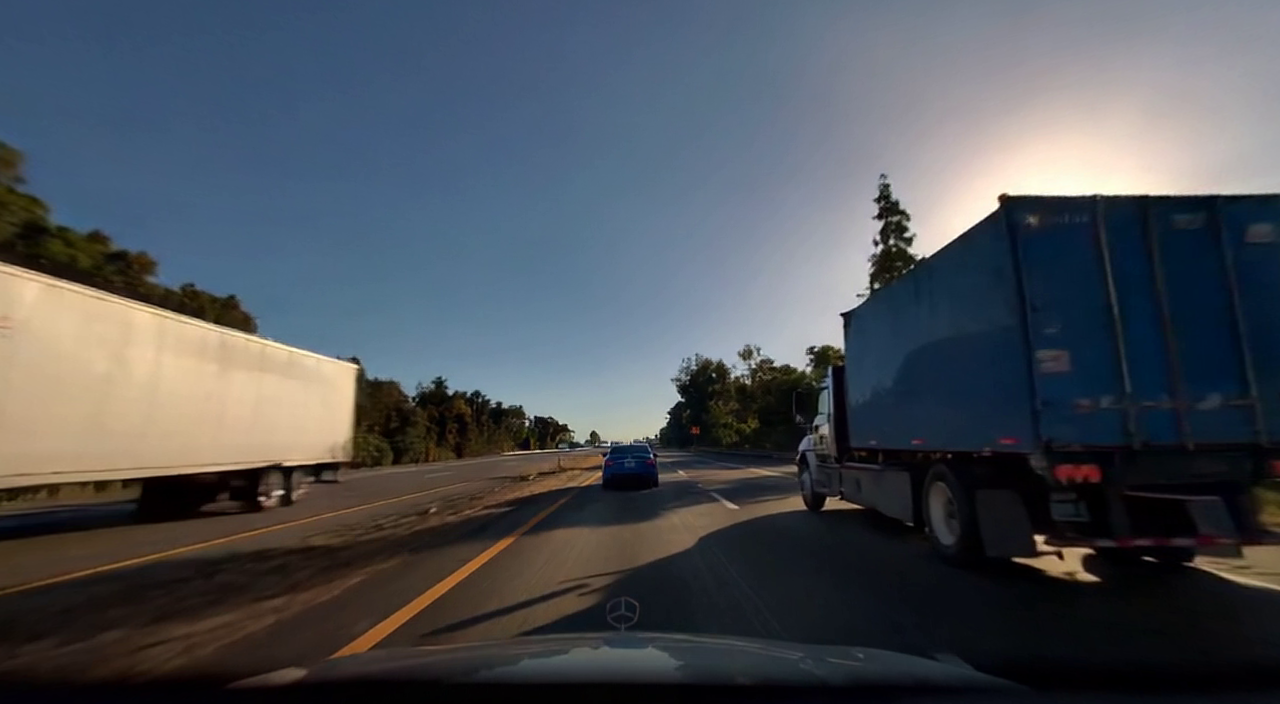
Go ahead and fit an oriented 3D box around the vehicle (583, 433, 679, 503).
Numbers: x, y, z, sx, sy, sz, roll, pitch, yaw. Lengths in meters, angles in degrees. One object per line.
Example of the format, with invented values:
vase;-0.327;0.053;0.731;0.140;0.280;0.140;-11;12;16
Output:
vehicle;-0.215;2.807;15.501;2.066;1.490;3.759;0;-9;-1

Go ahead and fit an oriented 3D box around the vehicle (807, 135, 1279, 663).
vehicle;4.433;0.713;7.352;2.791;3.201;7.145;0;-9;-1
